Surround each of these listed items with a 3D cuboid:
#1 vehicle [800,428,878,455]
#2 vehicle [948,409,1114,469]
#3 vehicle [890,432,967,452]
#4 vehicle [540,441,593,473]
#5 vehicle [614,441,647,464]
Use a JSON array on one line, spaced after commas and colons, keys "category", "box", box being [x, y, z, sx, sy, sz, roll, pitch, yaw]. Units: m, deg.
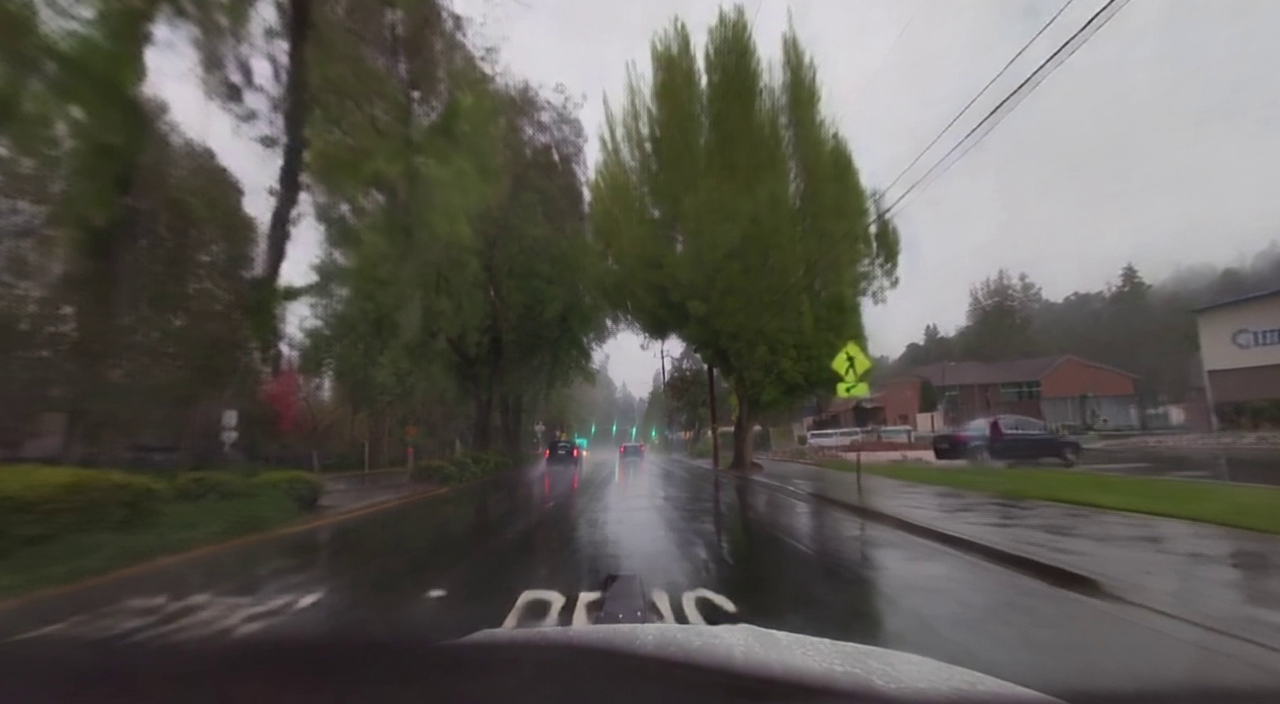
[{"category": "vehicle", "box": [15.282, 6.925, 48.586, 5.230, 2.007, 2.410, 0, -9, 1]}, {"category": "vehicle", "box": [12.545, 2.723, 20.267, 4.442, 1.752, 2.008, 1, -6, -16]}, {"category": "vehicle", "box": [22.313, 6.966, 48.808, 5.025, 1.532, 1.958, 0, -9, -1]}, {"category": "vehicle", "box": [-3.546, 5.140, 31.047, 2.083, 1.460, 4.527, 0, -8, 0]}, {"category": "vehicle", "box": [-0.635, 6.873, 43.041, 2.187, 1.478, 4.138, 0, -8, -1]}]
